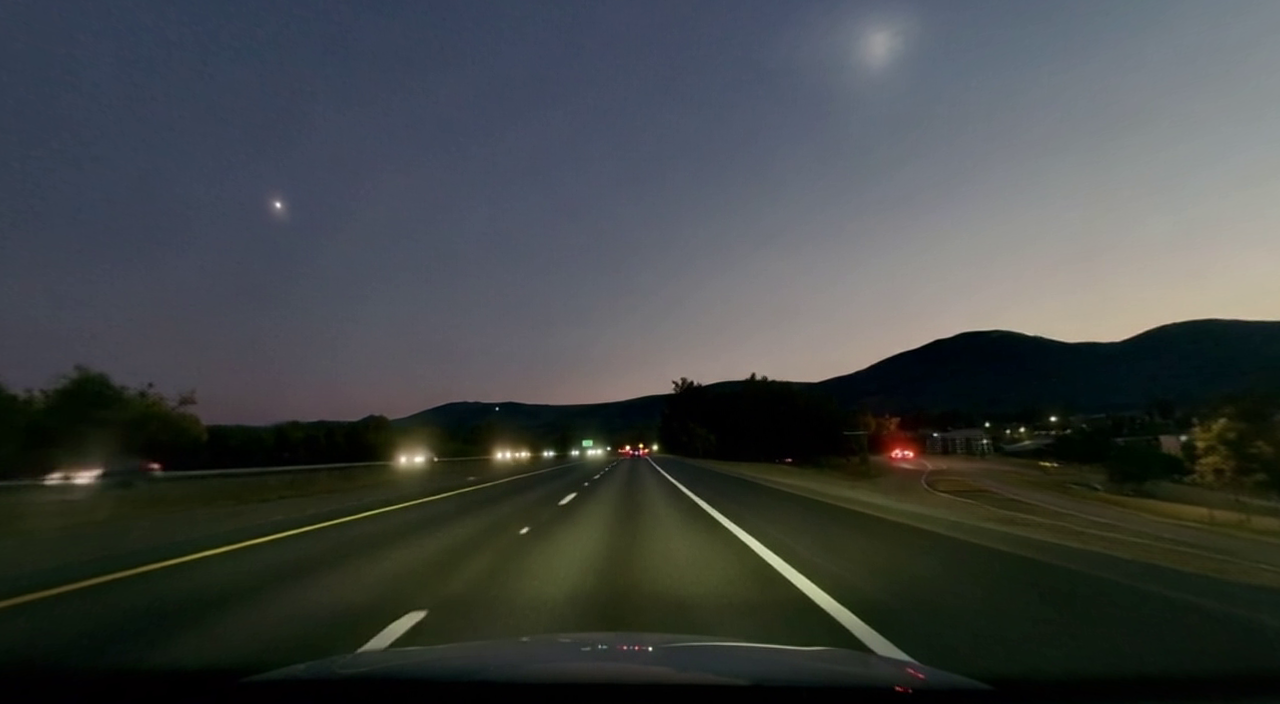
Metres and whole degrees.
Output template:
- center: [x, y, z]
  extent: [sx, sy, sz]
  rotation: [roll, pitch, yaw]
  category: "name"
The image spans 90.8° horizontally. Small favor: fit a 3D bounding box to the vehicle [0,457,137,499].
- center: [-25.642, 5.598, 28.468]
  extent: [2.148, 1.683, 4.511]
  rotation: [0, -9, 0]
  category: "vehicle"
